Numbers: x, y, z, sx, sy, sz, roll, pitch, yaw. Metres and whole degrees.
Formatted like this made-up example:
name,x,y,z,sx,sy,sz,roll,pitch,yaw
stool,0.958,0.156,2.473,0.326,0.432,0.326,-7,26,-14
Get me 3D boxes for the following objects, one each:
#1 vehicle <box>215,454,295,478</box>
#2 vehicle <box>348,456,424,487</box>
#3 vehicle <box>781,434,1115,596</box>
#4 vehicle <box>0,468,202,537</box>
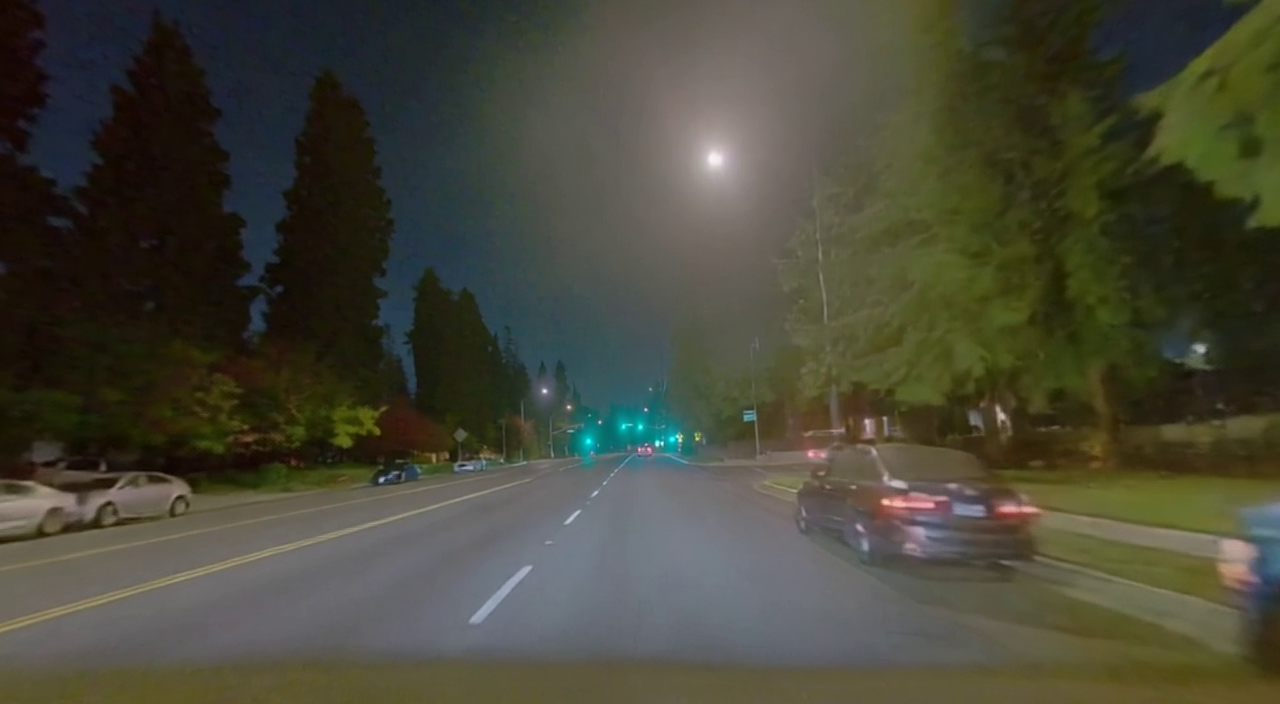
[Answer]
name,x,y,z,sx,sy,sz,roll,pitch,yaw
vehicle,-24.185,7.187,39.780,3.894,1.459,1.638,1,-12,0
vehicle,-13.624,6.428,34.241,1.901,1.481,4.636,-1,-9,4
vehicle,3.491,1.924,8.528,2.093,1.524,4.835,0,-8,0
vehicle,-13.779,3.780,16.356,1.802,1.402,4.251,-1,-9,0
